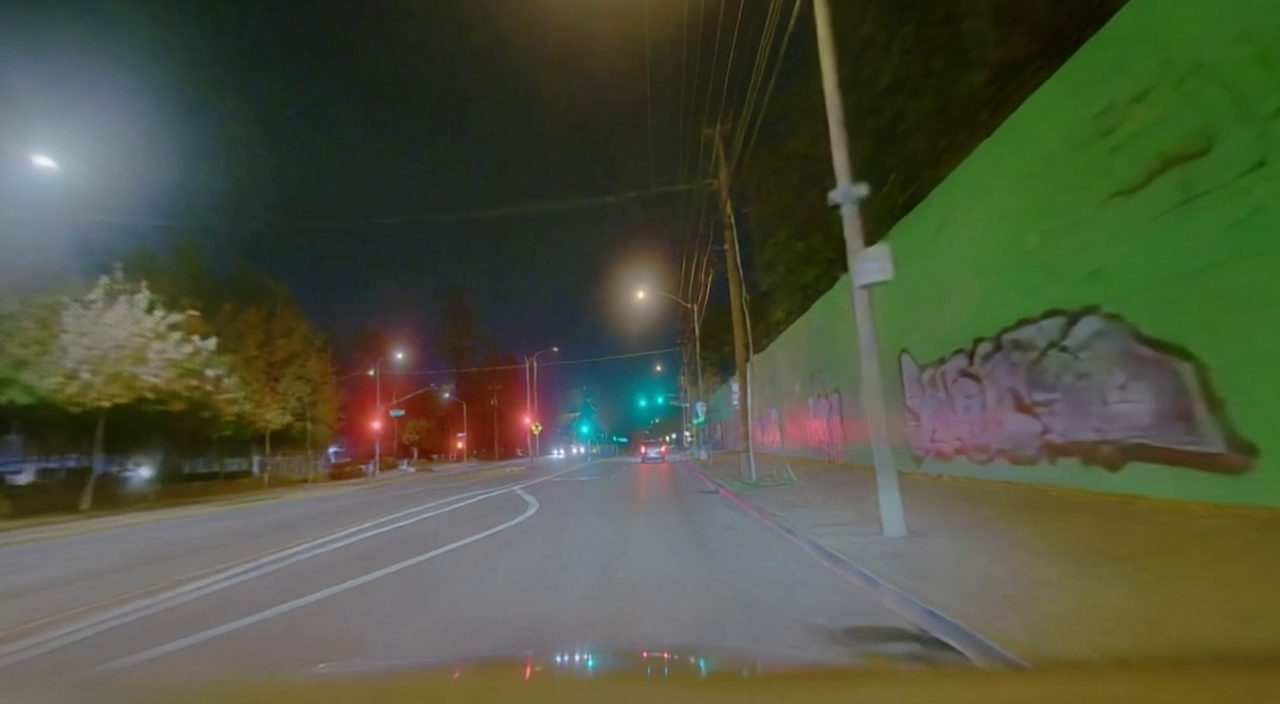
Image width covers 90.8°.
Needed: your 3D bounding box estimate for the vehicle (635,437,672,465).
[{"bbox_3d":[0.820,6.025,38.630,2.105,1.611,3.750,-1,-8,1],"label":"vehicle"}]
